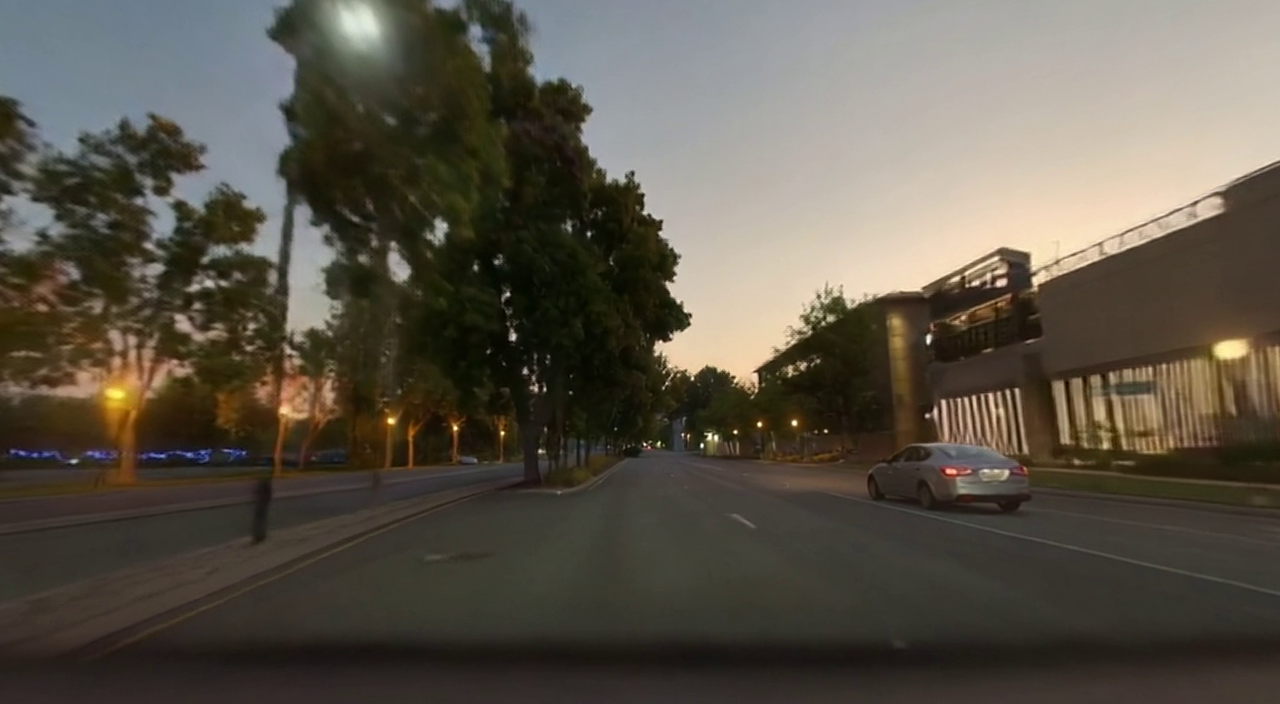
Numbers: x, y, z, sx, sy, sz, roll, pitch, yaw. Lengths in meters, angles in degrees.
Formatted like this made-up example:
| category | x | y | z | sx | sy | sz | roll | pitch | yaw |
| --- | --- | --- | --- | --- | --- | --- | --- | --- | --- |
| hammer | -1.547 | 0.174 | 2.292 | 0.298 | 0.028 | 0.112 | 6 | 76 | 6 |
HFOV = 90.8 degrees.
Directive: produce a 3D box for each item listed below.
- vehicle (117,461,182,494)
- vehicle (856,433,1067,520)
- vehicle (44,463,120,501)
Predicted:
| category | x | y | z | sx | sy | sz | roll | pitch | yaw |
| --- | --- | --- | --- | --- | --- | --- | --- | --- | --- |
| vehicle | -27.240 | 6.897 | 35.008 | 5.281 | 1.586 | 1.979 | -8 | -12 | 43 |
| vehicle | 6.411 | 2.528 | 13.384 | 1.913 | 1.504 | 4.738 | 0 | -9 | -1 |
| vehicle | -27.590 | 6.335 | 31.171 | 4.967 | 1.587 | 2.096 | -8 | -12 | 42 |
